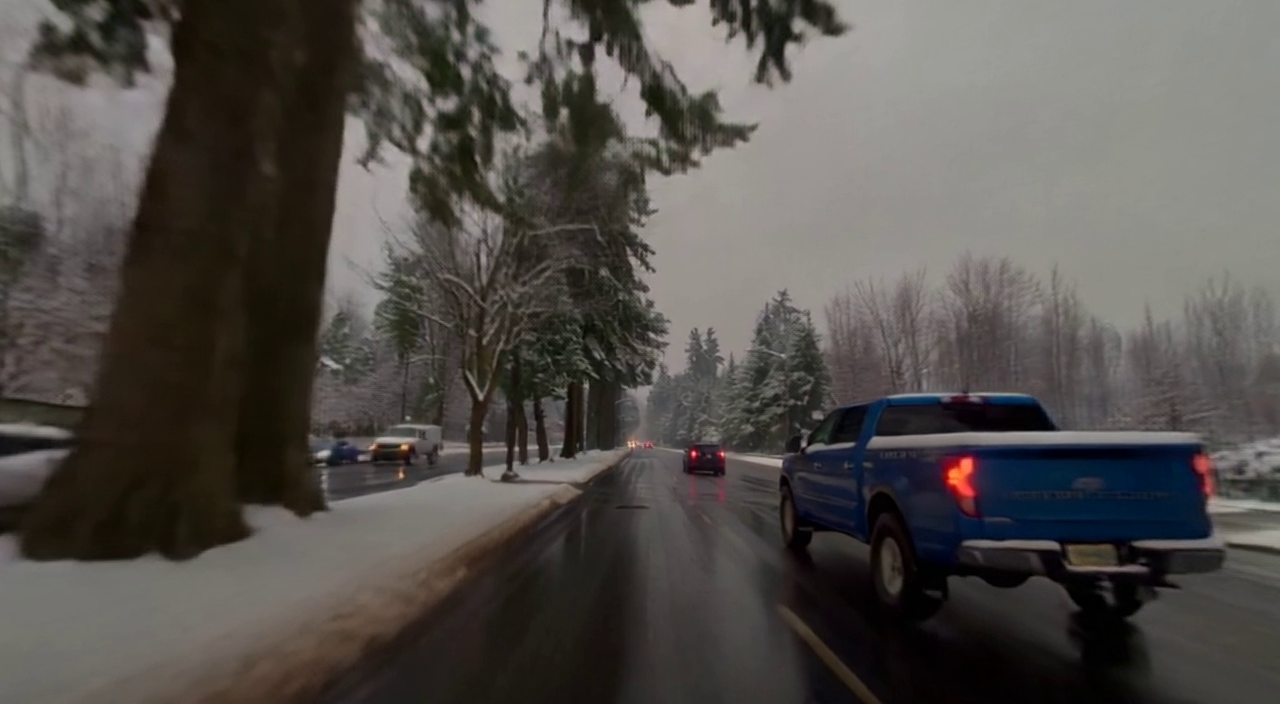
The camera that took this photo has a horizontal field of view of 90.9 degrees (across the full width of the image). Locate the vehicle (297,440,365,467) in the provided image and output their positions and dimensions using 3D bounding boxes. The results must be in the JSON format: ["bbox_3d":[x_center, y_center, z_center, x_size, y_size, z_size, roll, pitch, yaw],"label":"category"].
[{"bbox_3d":[-19.207,6.320,39.439,2.002,1.525,4.353,0,-8,0],"label":"vehicle"}]

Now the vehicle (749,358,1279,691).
[{"bbox_3d":[2.929,1.418,6.601,2.553,1.942,5.679,0,-8,0],"label":"vehicle"}]

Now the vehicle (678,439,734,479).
[{"bbox_3d":[3.025,5.036,29.908,2.108,1.712,4.616,0,-8,-1],"label":"vehicle"}]

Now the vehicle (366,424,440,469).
[{"bbox_3d":[-14.612,5.880,39.315,2.359,2.543,5.850,0,-8,0],"label":"vehicle"}]
